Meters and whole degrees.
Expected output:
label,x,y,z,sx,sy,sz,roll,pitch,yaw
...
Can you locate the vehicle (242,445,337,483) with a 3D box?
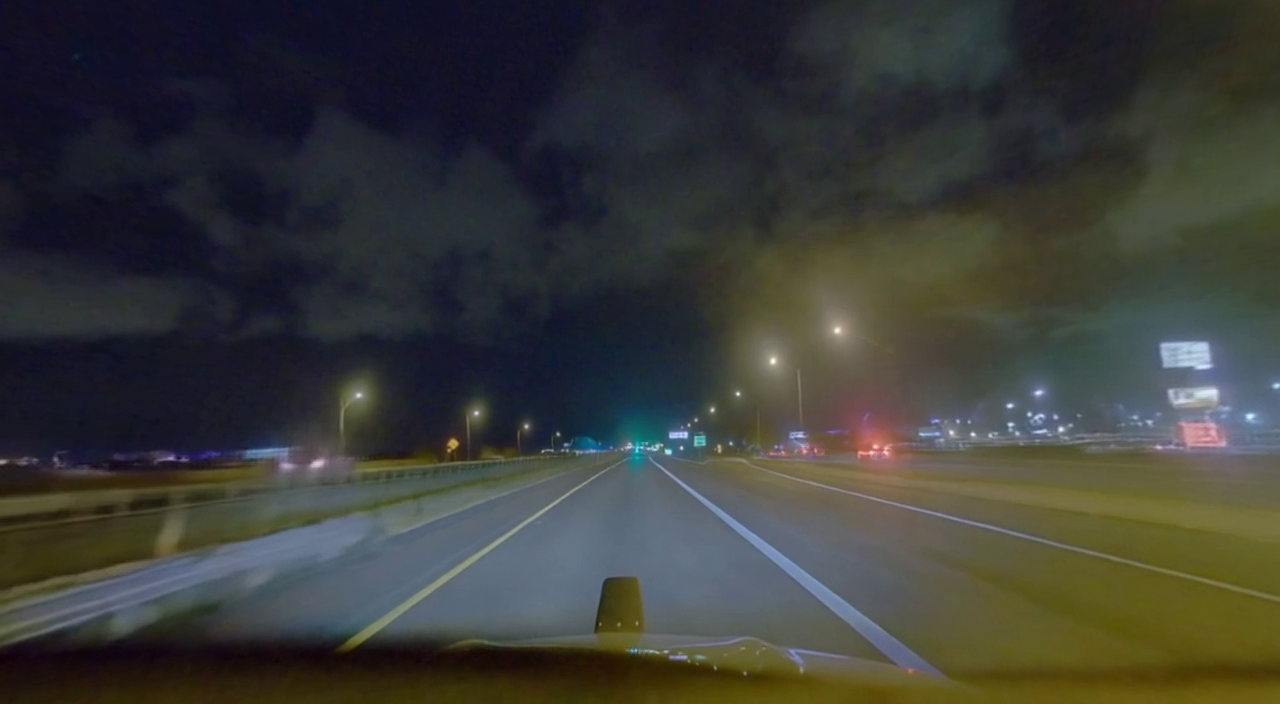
label,x,y,z,sx,sy,sz,roll,pitch,yaw
vehicle,-17.161,5.497,31.164,1.966,1.707,4.727,0,-9,0
